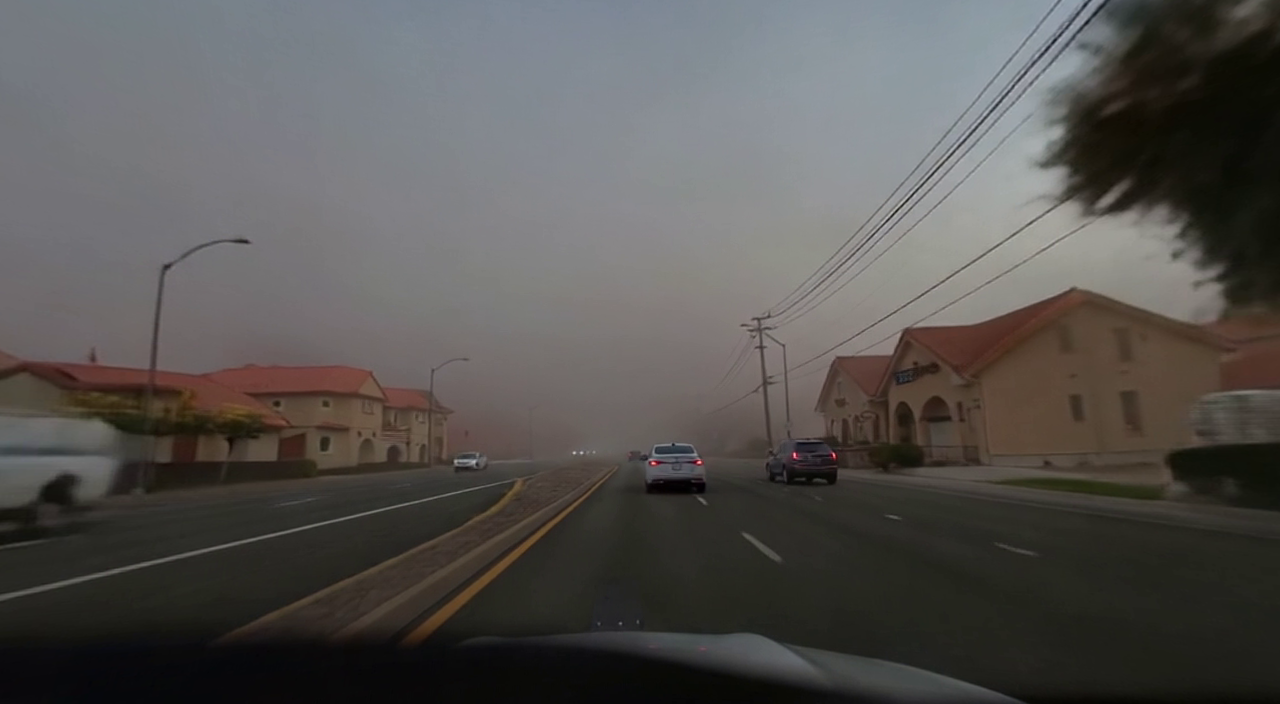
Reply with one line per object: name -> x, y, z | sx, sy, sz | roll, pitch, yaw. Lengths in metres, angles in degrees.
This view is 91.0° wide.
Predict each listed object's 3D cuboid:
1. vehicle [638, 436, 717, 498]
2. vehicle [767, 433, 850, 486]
vehicle -> 1.034, 3.541, 19.728 | 2.138, 1.702, 4.168 | 0, -9, -1
vehicle -> 6.483, 4.211, 24.817 | 2.061, 1.889, 4.268 | 0, -9, 0
